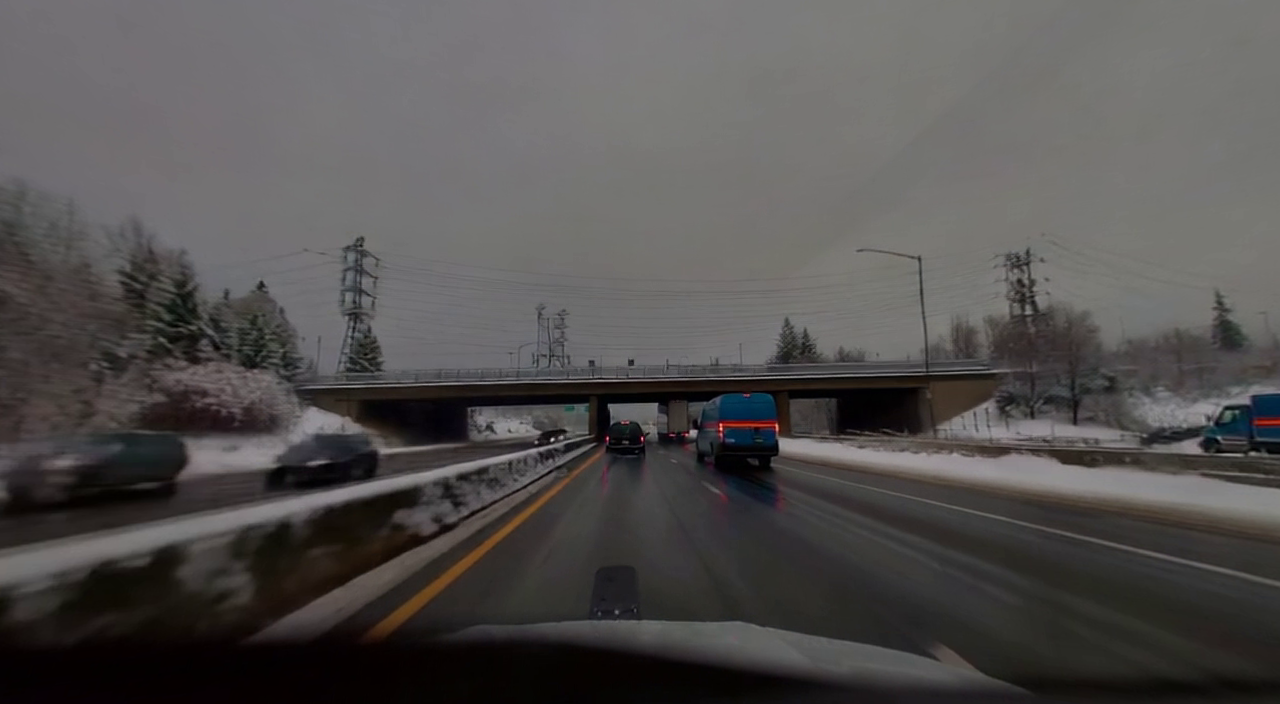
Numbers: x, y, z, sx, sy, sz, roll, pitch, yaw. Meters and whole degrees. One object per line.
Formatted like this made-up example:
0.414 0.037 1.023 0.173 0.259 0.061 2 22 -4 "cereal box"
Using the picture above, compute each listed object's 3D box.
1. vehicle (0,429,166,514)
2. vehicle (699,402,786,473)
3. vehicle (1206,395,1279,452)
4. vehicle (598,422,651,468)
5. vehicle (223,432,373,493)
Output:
-13.834 2.671 14.702 2.056 1.689 4.491 0 -8 -1 "vehicle"
3.924 3.436 25.344 2.387 2.506 5.374 0 -8 -2 "vehicle"
45.063 5.367 46.878 3.543 3.992 2.997 -5 -9 30 "vehicle"
-0.650 3.900 26.629 2.073 1.750 4.116 0 -8 -2 "vehicle"
-9.495 3.069 17.985 1.952 1.507 4.281 0 -8 -1 "vehicle"
